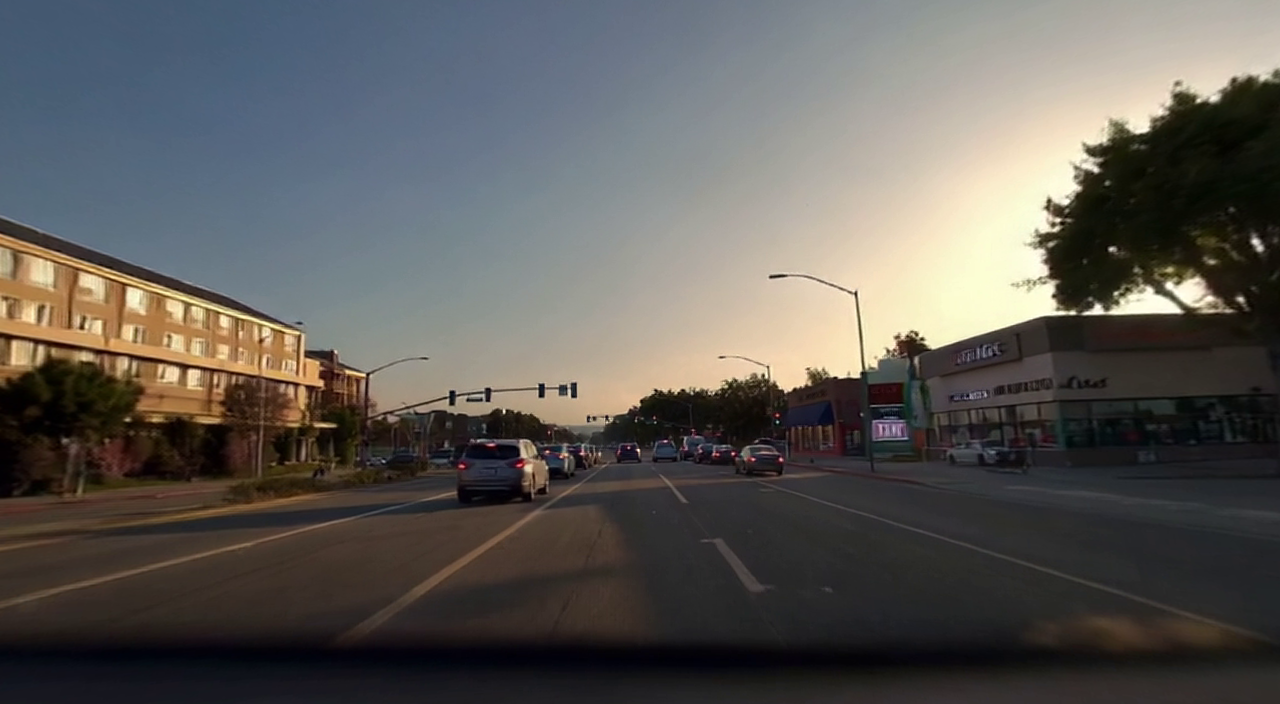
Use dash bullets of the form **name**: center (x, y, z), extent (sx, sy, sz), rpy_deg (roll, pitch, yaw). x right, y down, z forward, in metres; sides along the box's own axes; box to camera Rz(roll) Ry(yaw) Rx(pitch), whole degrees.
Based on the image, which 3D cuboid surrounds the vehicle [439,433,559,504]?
- **vehicle**: center (-3.553, 3.027, 16.865), extent (2.143, 1.643, 4.336), rpy_deg (0, -8, 1)

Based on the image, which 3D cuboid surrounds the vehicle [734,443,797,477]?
- **vehicle**: center (5.840, 5.068, 29.931), extent (2.017, 1.453, 4.497), rpy_deg (0, -8, 0)

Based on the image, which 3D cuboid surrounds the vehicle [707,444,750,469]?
- **vehicle**: center (5.613, 6.681, 40.548), extent (1.969, 1.502, 4.663), rpy_deg (0, -8, -2)

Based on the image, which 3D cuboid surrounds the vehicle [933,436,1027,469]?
- **vehicle**: center (16.311, 4.844, 30.593), extent (1.819, 1.457, 4.680), rpy_deg (0, -8, -2)
